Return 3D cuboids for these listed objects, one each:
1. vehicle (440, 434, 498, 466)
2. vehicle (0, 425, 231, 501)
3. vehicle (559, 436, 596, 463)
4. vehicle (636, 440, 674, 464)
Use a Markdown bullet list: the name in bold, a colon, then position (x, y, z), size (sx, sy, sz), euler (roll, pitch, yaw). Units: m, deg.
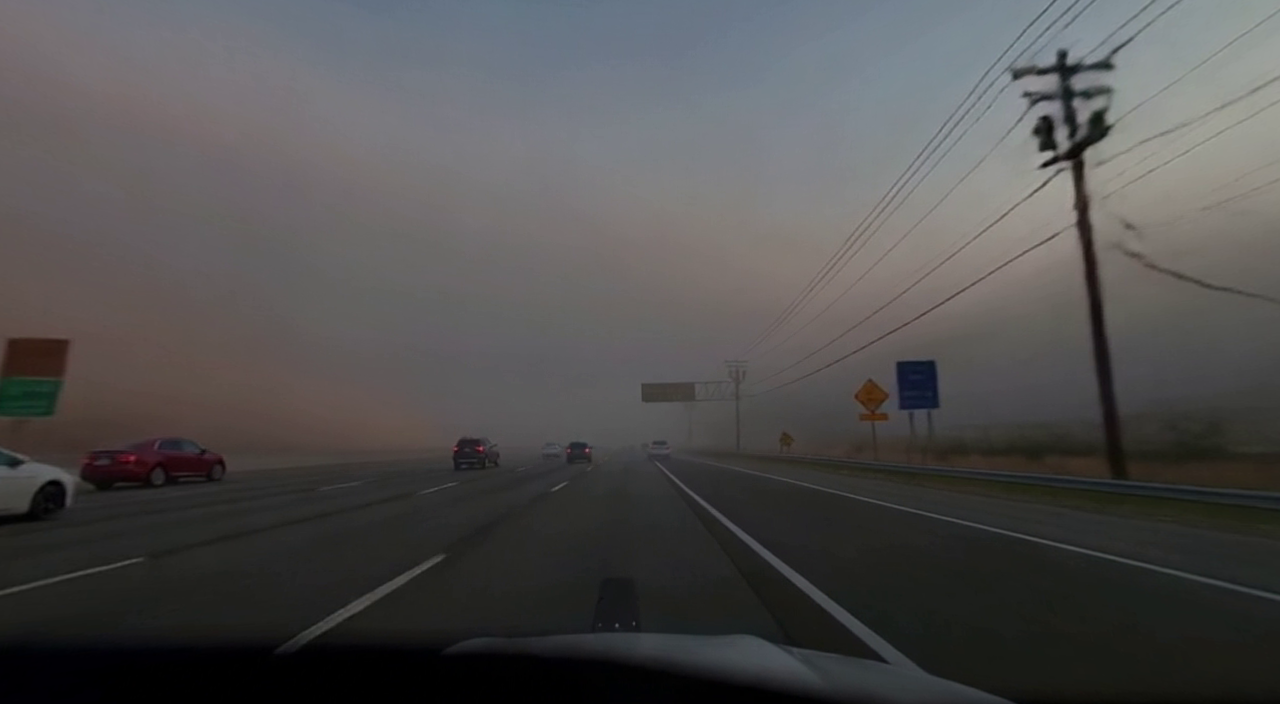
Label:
- **vehicle**: position (-10.401, 5.985, 38.850), size (2.115, 1.799, 5.444), euler (0, -9, -1)
- **vehicle**: position (-13.844, 2.921, 17.014), size (2.257, 1.727, 5.036), euler (0, -9, 0)
- **vehicle**: position (-4.158, 6.561, 42.640), size (2.121, 1.673, 4.443), euler (0, -9, -1)
- **vehicle**: position (0.882, 6.324, 39.974), size (2.015, 1.391, 3.897), euler (0, -9, -4)
